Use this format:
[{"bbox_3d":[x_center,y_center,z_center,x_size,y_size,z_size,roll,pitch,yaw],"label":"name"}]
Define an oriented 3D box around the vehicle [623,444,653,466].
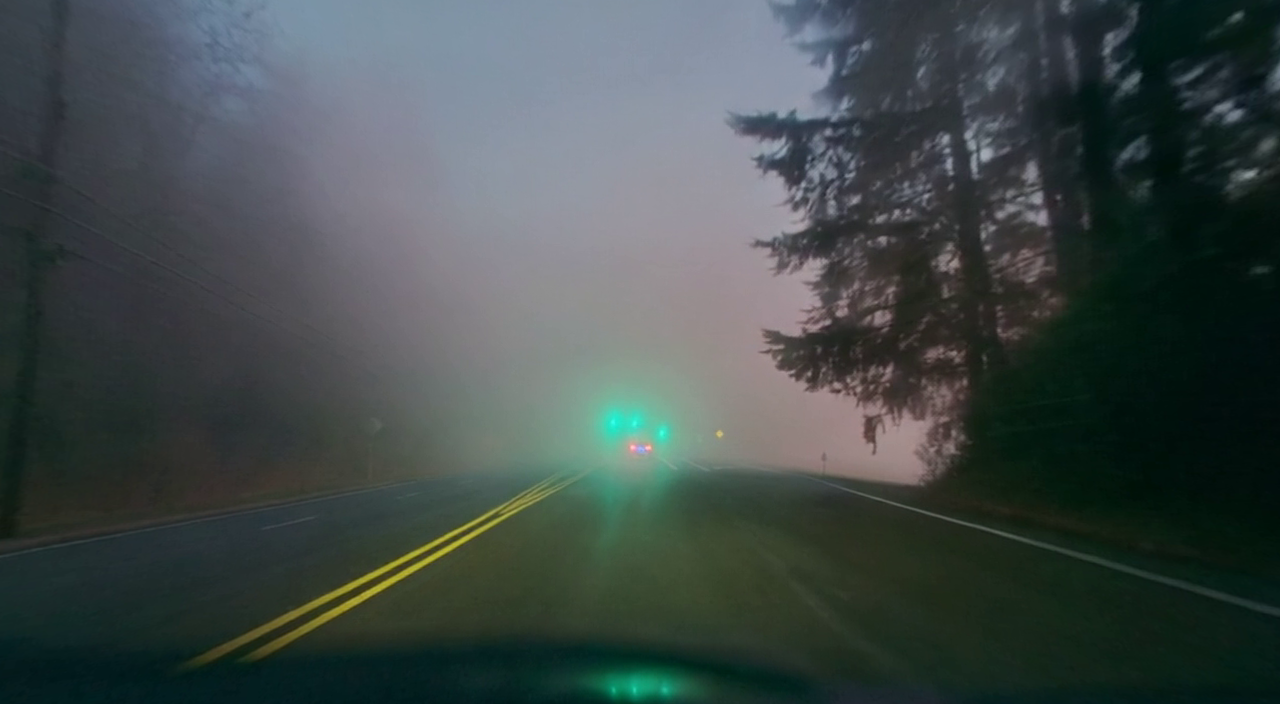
[{"bbox_3d":[-0.113,7.282,44.669,2.042,1.489,3.963,0,-9,1],"label":"vehicle"}]
